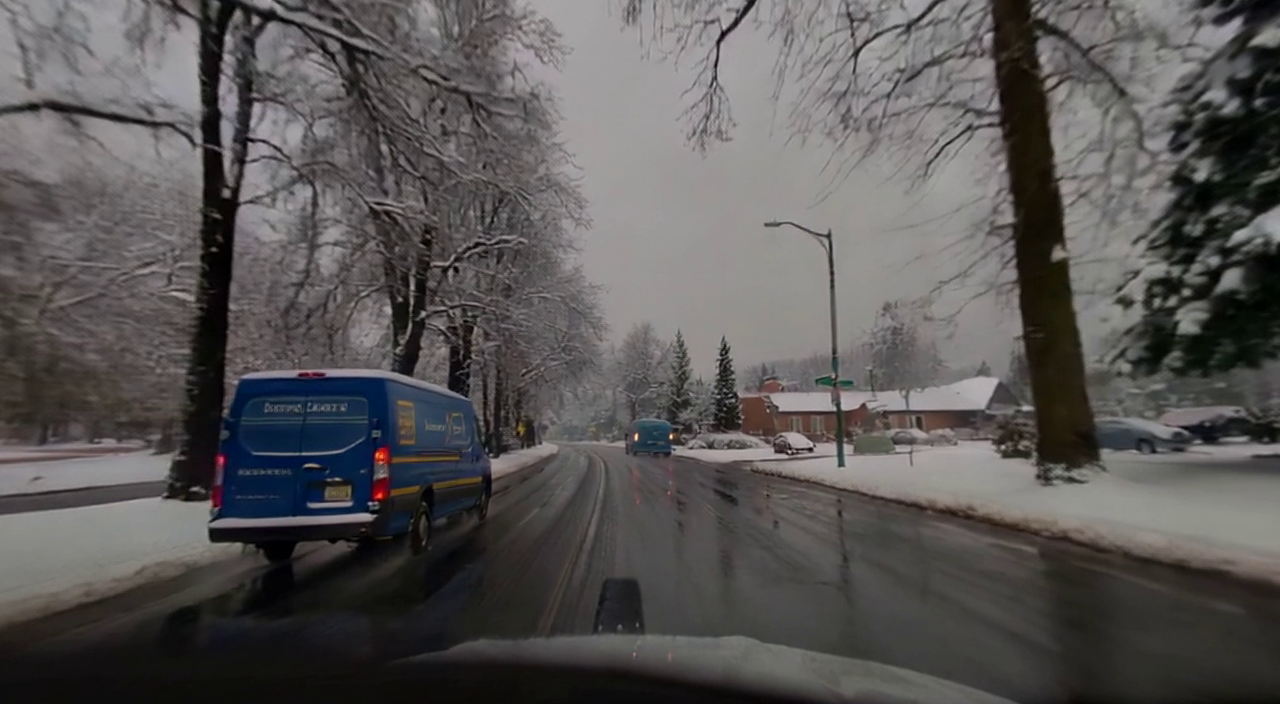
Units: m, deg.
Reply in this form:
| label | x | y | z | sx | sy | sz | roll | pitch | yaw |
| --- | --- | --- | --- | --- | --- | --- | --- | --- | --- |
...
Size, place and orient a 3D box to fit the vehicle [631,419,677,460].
| label | x | y | z | sx | sy | sz | roll | pitch | yaw |
| --- | --- | --- | --- | --- | --- | --- | --- | --- | --- |
| vehicle | 0.823 | 5.887 | 42.328 | 2.397 | 2.566 | 5.324 | 1 | -9 | -6 |

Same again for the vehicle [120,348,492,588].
| label | x | y | z | sx | sy | sz | roll | pitch | yaw |
| --- | --- | --- | --- | --- | --- | --- | --- | --- | --- |
| vehicle | -3.630 | 1.396 | 8.215 | 2.420 | 2.227 | 4.499 | 0 | -8 | -2 |

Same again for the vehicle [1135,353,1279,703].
| label | x | y | z | sx | sy | sz | roll | pitch | yaw |
| --- | --- | --- | --- | --- | --- | --- | --- | --- | --- |
| vehicle | 3.785 | 0.598 | 1.068 | 2.087 | 1.658 | 4.612 | 0 | -8 | -1 |

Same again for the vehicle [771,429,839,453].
| label | x | y | z | sx | sy | sz | roll | pitch | yaw |
| --- | --- | --- | --- | --- | --- | --- | --- | --- | --- |
| vehicle | 11.671 | 6.328 | 44.842 | 4.117 | 1.627 | 2.086 | 1 | -9 | -6 |
